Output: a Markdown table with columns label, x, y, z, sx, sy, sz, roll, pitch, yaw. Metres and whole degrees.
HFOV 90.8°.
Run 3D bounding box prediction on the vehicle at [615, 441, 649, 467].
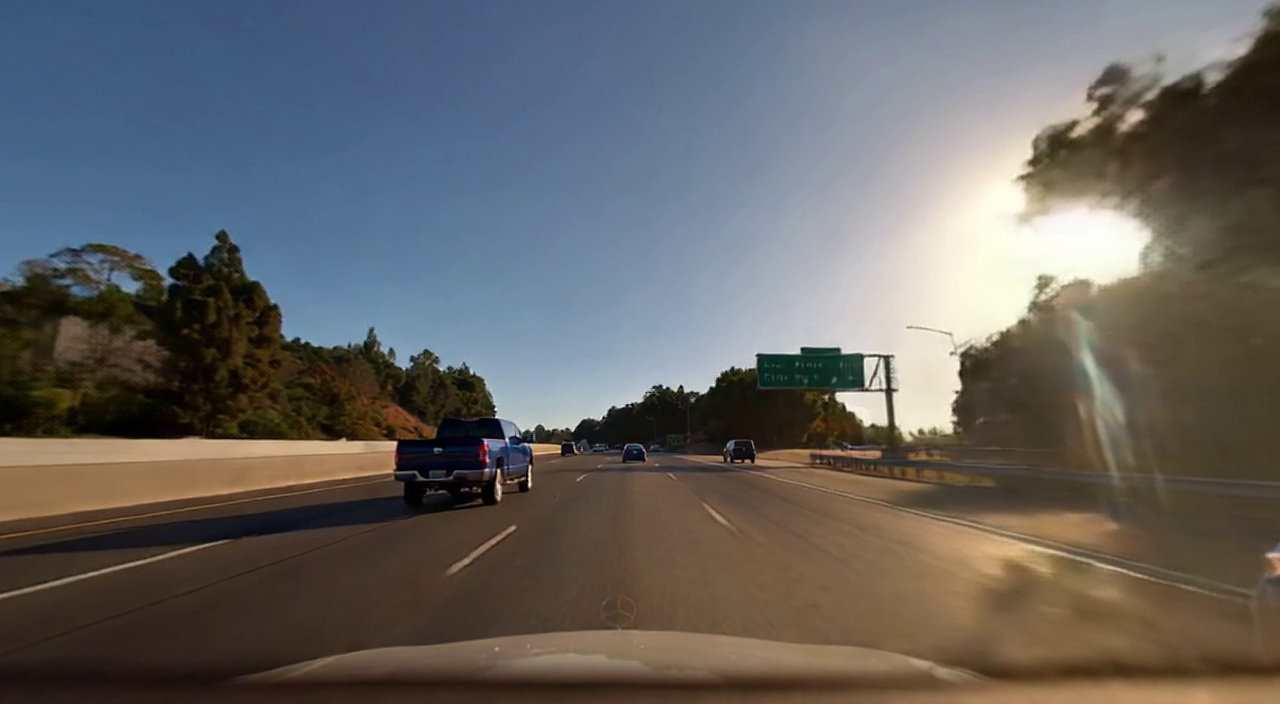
| label | x | y | z | sx | sy | sz | roll | pitch | yaw |
| --- | --- | --- | --- | --- | --- | --- | --- | --- | --- |
| vehicle | -0.537 | 6.771 | 42.183 | 2.157 | 1.642 | 4.189 | 0 | -9 | -2 |

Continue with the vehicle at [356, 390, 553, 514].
| label | x | y | z | sx | sy | sz | roll | pitch | yaw |
| --- | --- | --- | --- | --- | --- | --- | --- | --- | --- |
| vehicle | -3.696 | 2.222 | 14.243 | 2.592 | 2.179 | 6.034 | 0 | -9 | 0 |

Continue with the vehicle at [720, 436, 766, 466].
| label | x | y | z | sx | sy | sz | roll | pitch | yaw |
| --- | --- | --- | --- | --- | --- | --- | --- | --- | --- |
| vehicle | 6.771 | 6.605 | 42.284 | 2.103 | 1.898 | 5.310 | 0 | -9 | -1 |
